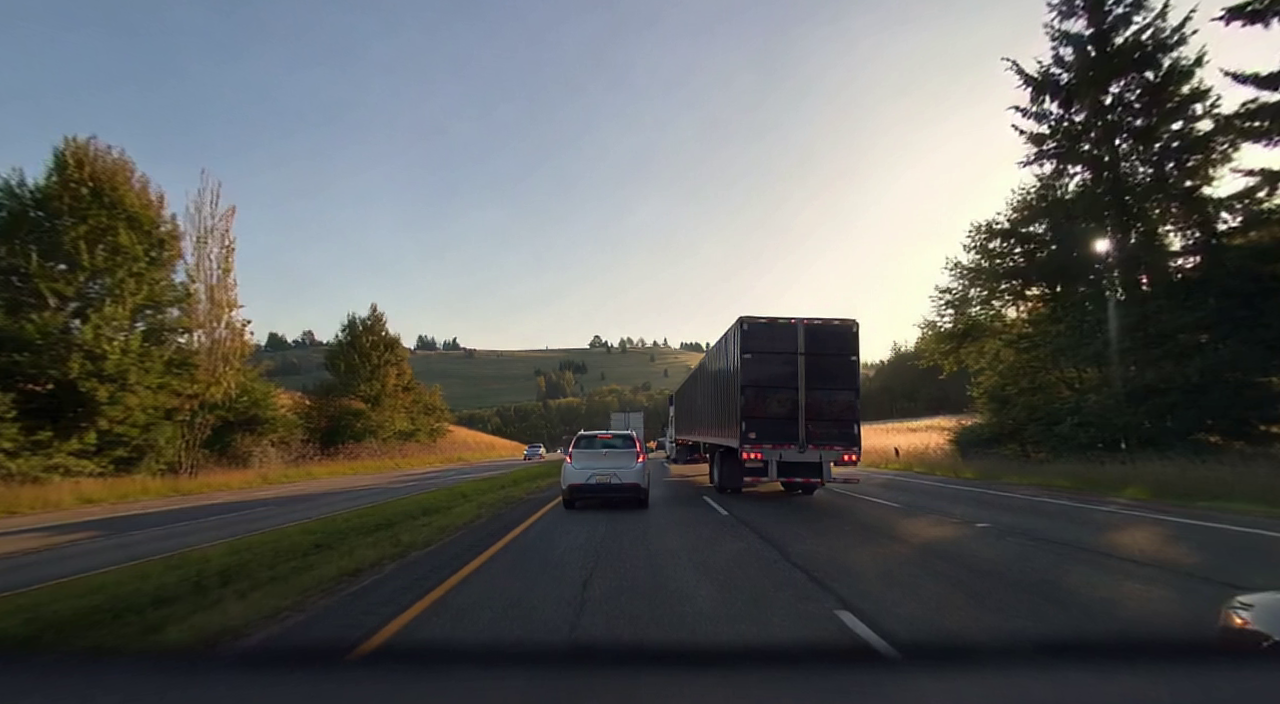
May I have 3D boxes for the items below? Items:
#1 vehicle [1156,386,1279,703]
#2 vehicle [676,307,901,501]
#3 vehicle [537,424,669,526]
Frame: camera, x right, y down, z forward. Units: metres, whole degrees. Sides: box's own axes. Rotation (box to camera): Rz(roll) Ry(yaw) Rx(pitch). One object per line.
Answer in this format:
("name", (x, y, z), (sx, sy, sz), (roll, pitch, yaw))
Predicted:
("vehicle", (3.546, 0.635, 0.701), (1.960, 1.515, 4.713), (0, -8, 0))
("vehicle", (3.735, 2.311, 22.267), (3.591, 4.290, 16.696), (0, -8, -1))
("vehicle", (-0.582, 2.181, 11.706), (2.009, 1.554, 4.013), (0, -8, 0))
